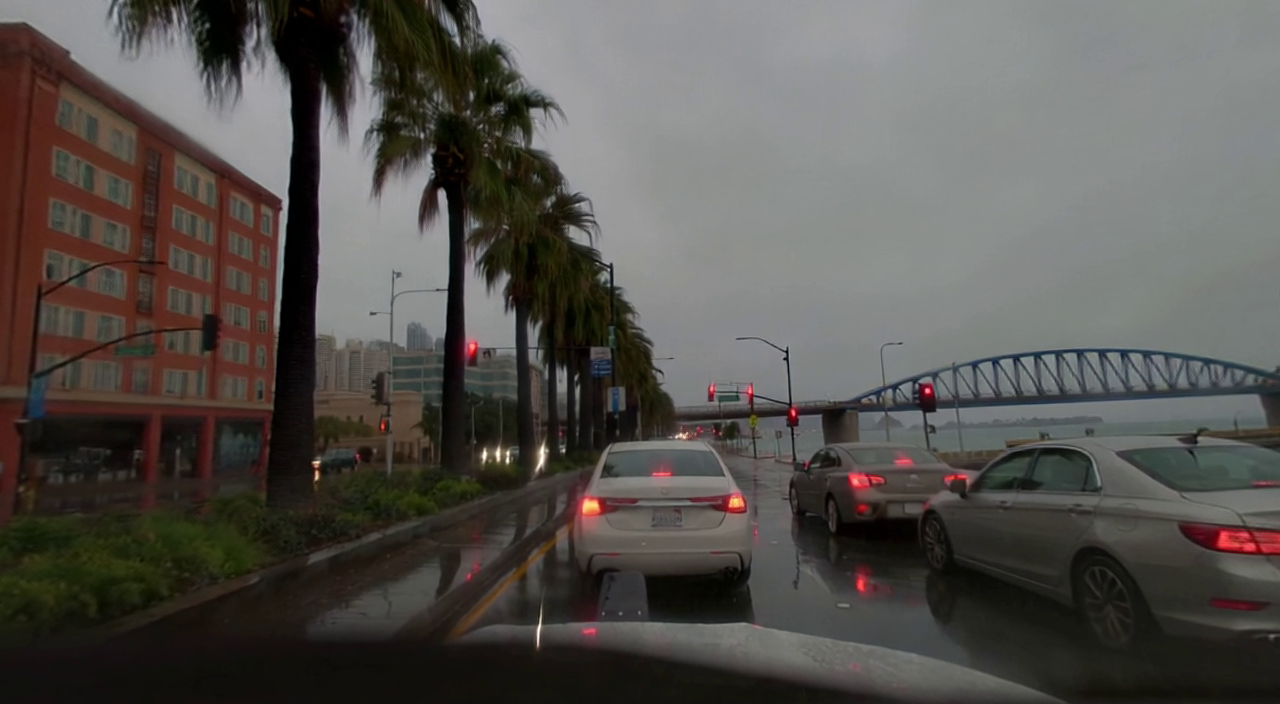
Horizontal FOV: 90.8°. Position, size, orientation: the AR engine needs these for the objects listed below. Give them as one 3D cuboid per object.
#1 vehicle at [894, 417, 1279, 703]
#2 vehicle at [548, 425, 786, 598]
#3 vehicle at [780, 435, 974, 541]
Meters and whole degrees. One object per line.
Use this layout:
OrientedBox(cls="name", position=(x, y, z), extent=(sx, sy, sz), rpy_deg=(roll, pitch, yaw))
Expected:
OrientedBox(cls="vehicle", position=(3.912, 1.362, 5.084), extent=(1.913, 1.469, 4.425), rpy_deg=(0, -9, 0))
OrientedBox(cls="vehicle", position=(0.263, 1.696, 7.480), extent=(2.093, 1.503, 3.681), rpy_deg=(0, -9, 1))
OrientedBox(cls="vehicle", position=(3.888, 2.288, 11.313), extent=(1.920, 1.490, 4.417), rpy_deg=(-1, -9, 2))
